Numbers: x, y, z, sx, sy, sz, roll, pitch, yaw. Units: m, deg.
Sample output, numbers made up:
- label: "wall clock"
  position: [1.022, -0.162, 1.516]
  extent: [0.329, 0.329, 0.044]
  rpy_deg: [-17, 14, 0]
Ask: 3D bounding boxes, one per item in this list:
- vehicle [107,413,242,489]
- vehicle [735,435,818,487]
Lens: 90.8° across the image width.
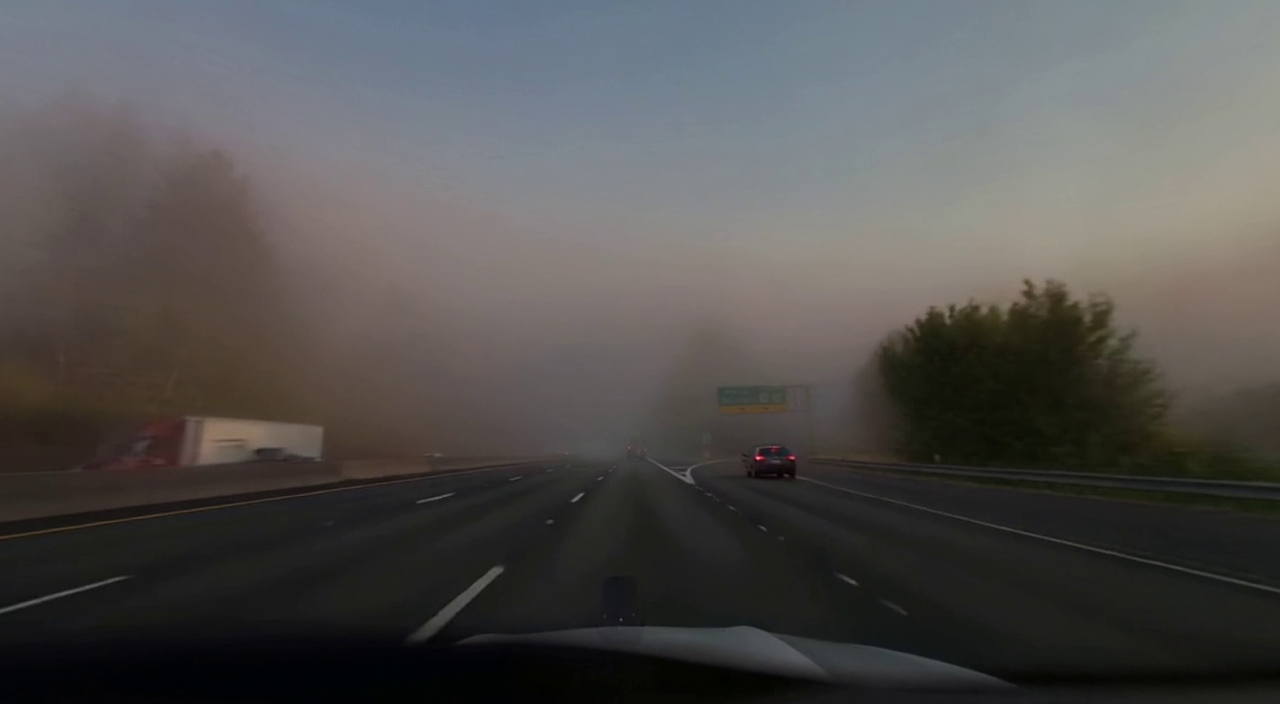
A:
- label: "vehicle"
  position: [-25.868, 5.541, 35.529]
  extent: [2.936, 3.873, 5.895]
  rpy_deg: [0, -9, -1]
- label: "vehicle"
  position: [4.942, 4.025, 23.548]
  extent: [2.096, 1.712, 4.697]
  rpy_deg: [0, -9, 1]
